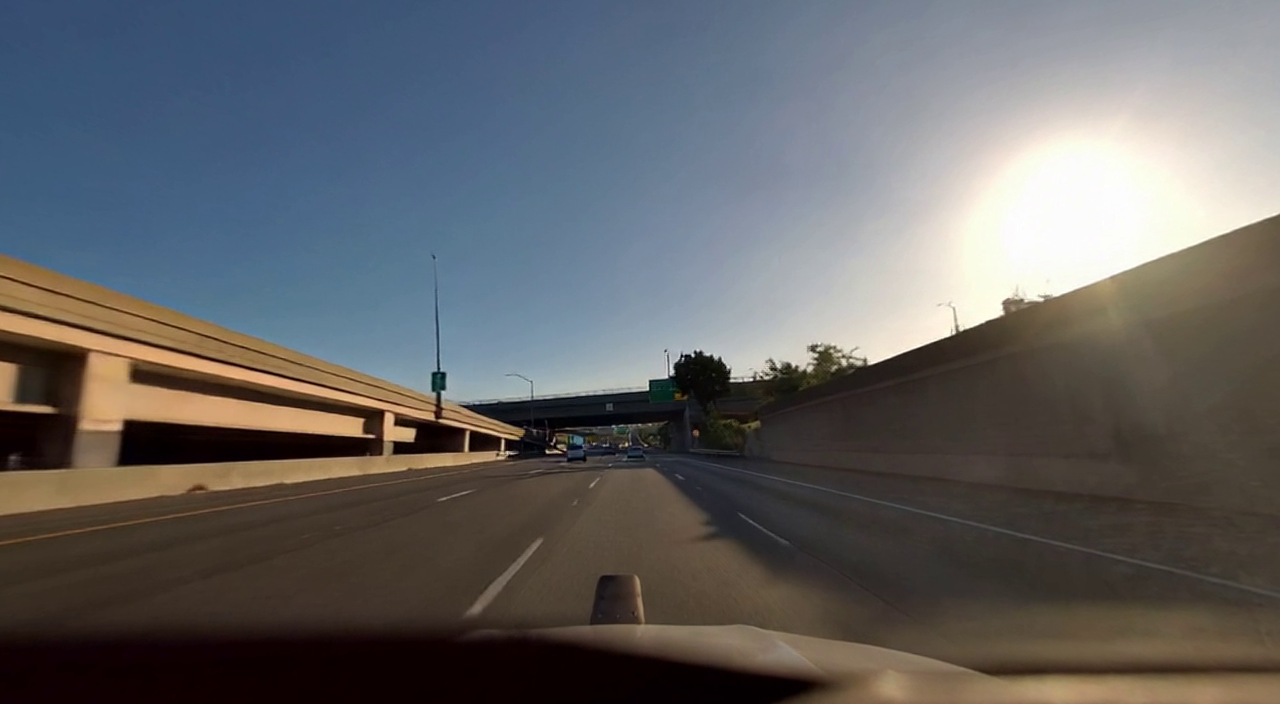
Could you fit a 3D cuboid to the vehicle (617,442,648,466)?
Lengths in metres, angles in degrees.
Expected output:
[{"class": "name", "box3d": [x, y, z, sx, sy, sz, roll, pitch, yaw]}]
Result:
[{"class": "vehicle", "box3d": [-0.547, 7.337, 45.678, 2.132, 1.657, 3.967, 0, -8, -1]}]

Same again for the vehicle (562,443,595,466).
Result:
[{"class": "vehicle", "box3d": [-4.441, 7.459, 46.168, 2.000, 1.646, 4.201, 0, -8, -1]}]
